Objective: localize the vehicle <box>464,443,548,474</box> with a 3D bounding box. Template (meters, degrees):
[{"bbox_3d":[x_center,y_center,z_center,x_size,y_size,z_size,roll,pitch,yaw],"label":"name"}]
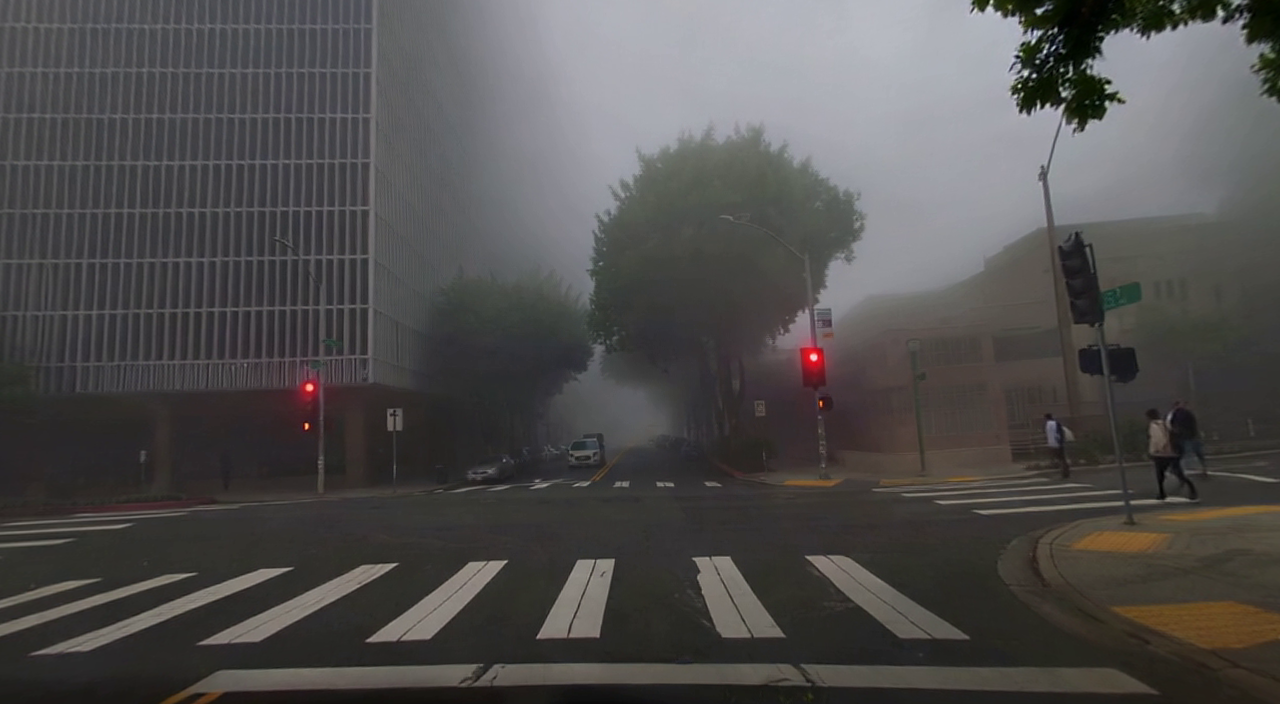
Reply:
[{"bbox_3d":[-8.021,6.366,38.019,4.526,1.726,1.963,8,-12,-44],"label":"vehicle"}]

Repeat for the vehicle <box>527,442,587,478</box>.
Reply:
[{"bbox_3d":[-3.666,4.847,28.637,1.989,1.481,4.500,0,-8,1],"label":"vehicle"}]

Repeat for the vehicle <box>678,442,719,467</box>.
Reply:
[{"bbox_3d":[3.539,6.275,38.859,1.853,1.426,4.160,1,-8,-3],"label":"vehicle"}]
